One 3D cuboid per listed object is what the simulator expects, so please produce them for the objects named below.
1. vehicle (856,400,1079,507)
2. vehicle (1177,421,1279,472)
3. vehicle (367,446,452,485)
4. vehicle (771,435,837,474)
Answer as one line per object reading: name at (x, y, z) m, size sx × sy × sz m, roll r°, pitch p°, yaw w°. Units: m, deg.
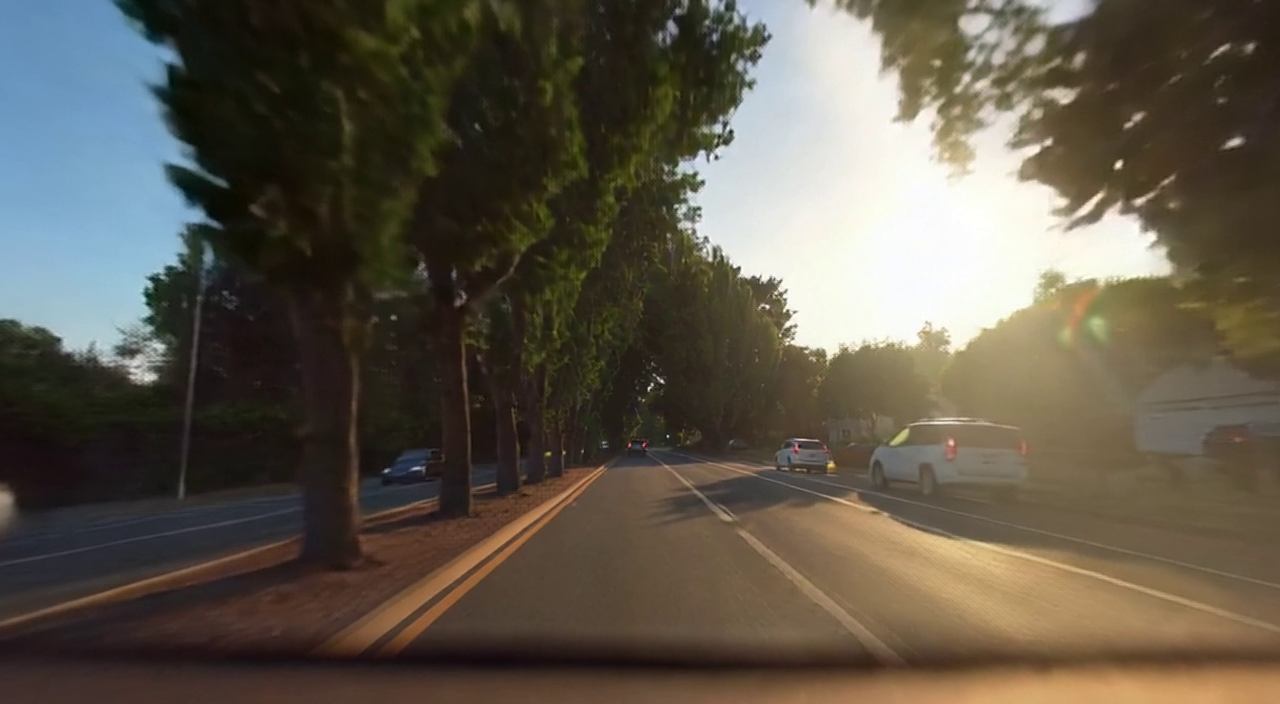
vehicle at (7.467, 2.422, 15.439) m, size 2.278 × 2.079 × 5.861 m, roll 0°, pitch -8°, yaw 0°
vehicle at (19.569, 2.869, 19.275) m, size 4.336 × 1.480 × 1.926 m, roll -2°, pitch -8°, yaw 17°
vehicle at (-9.753, 4.805, 27.111) m, size 1.910 × 1.452 × 4.447 m, roll 0°, pitch -8°, yaw 1°
vehicle at (7.387, 4.673, 28.927) m, size 1.965 × 1.623 × 4.096 m, roll 0°, pitch -8°, yaw 1°
